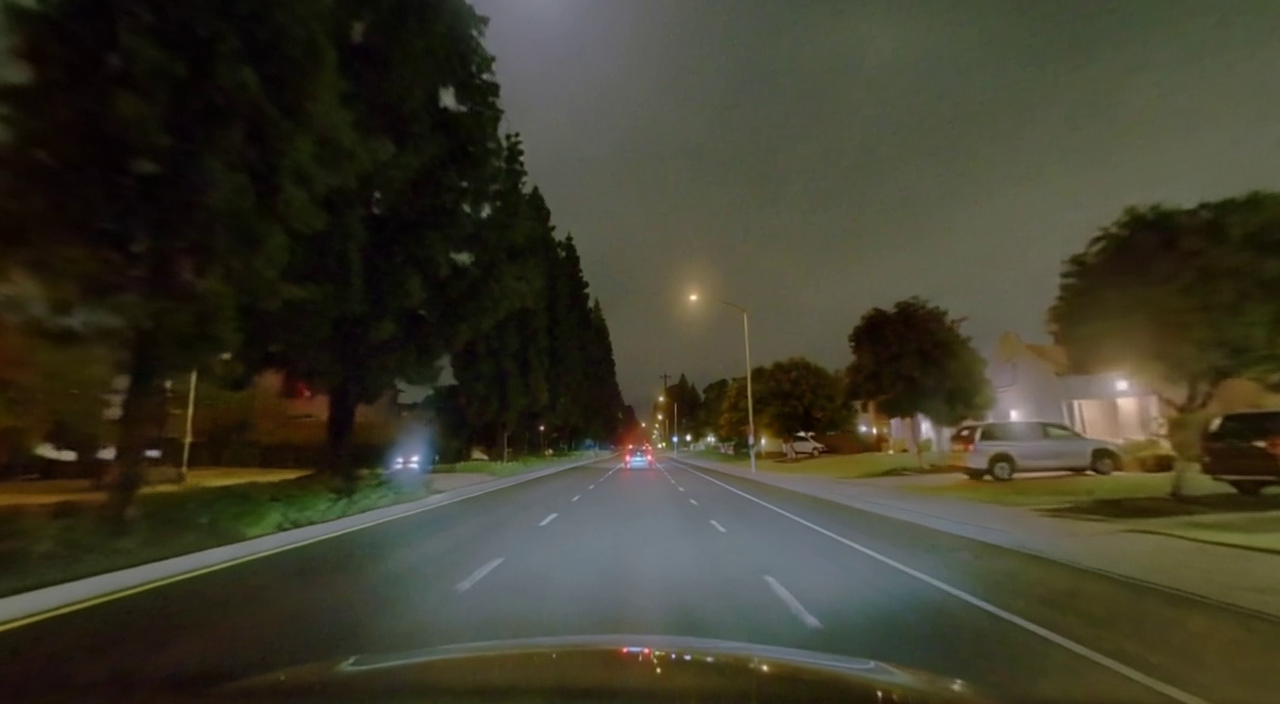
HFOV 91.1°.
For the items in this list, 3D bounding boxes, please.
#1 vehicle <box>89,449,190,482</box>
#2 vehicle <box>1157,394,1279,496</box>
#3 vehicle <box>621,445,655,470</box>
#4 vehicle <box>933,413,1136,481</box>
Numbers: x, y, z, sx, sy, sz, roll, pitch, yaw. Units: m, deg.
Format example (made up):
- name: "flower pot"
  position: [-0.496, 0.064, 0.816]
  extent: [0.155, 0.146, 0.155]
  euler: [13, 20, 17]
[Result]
- name: "vehicle"
  position: [-24.102, 5.435, 30.410]
  extent: [1.892, 1.455, 3.564]
  euler: [0, -8, 1]
- name: "vehicle"
  position: [13.289, 1.810, 12.282]
  extent: [4.374, 1.787, 2.161]
  euler: [0, -9, -1]
- name: "vehicle"
  position: [-0.107, 6.677, 39.949]
  extent: [2.054, 1.456, 4.003]
  euler: [0, -8, 0]
- name: "vehicle"
  position: [12.227, 2.993, 19.740]
  extent: [4.923, 2.019, 1.985]
  euler: [0, -9, 2]
